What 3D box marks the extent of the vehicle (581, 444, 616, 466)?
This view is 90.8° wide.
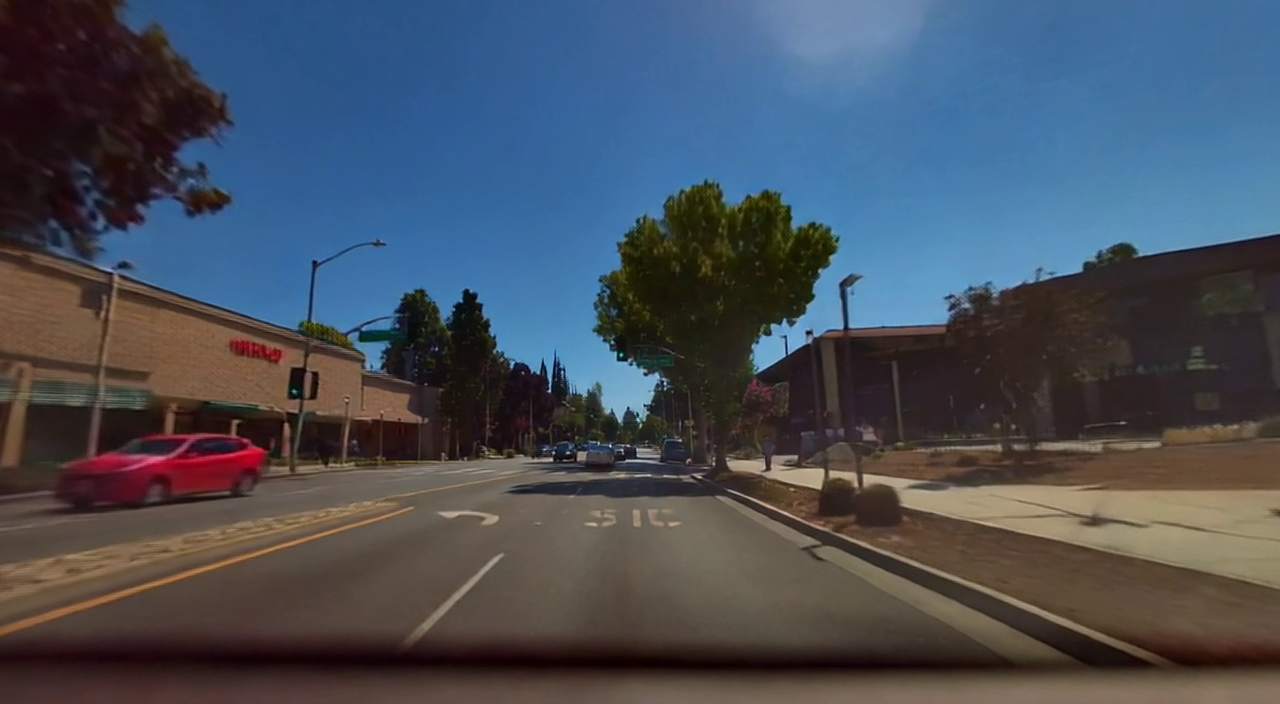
[{"bbox_3d":[-2.908,7.330,45.147,2.122,1.469,4.388,0,-9,1],"label":"vehicle"}]

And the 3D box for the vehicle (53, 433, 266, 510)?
[{"bbox_3d":[-10.819,2.701,14.657,1.873,1.532,3.777,0,-9,1],"label":"vehicle"}]
